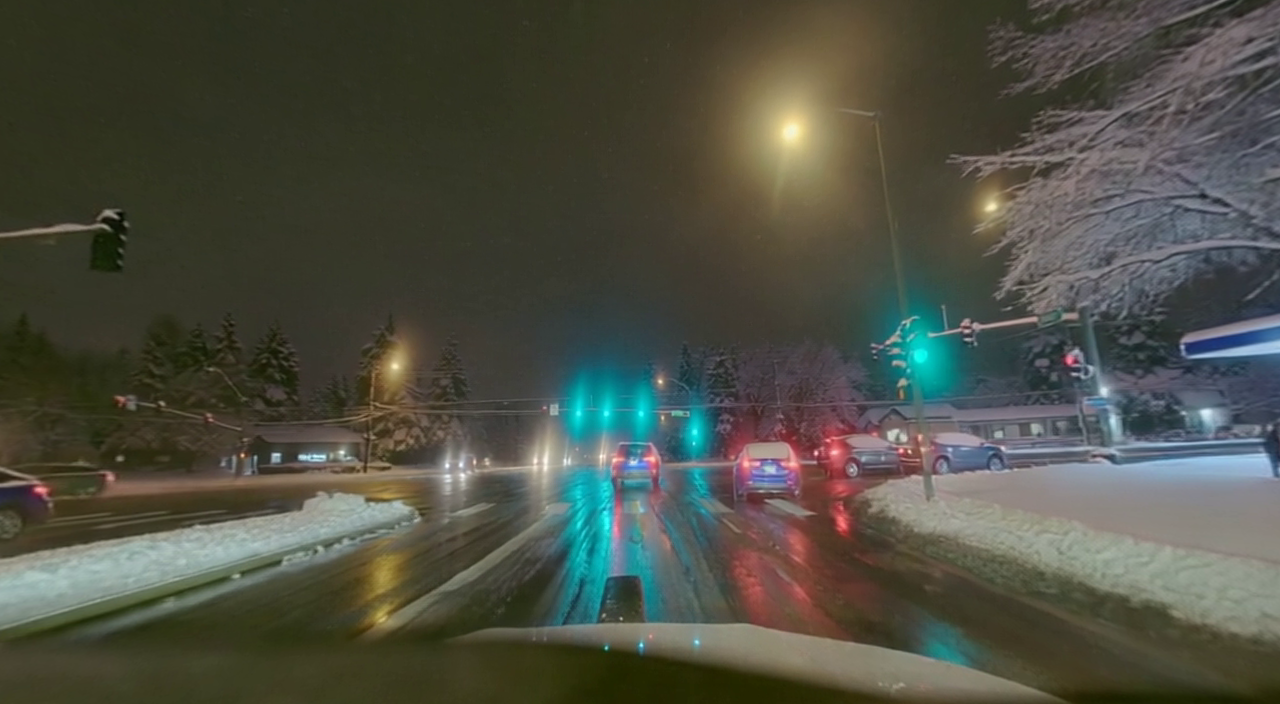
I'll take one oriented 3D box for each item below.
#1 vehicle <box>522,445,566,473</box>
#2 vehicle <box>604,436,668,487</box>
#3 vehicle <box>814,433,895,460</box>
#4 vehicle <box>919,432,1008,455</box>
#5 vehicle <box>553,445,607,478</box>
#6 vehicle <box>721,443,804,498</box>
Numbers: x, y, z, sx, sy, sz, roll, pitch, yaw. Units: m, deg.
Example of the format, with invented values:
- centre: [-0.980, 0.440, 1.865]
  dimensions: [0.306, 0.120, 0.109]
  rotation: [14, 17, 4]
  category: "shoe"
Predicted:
- centre: [-6.129, 6.882, 40.783]
  dimensions: [2.018, 1.692, 4.226]
  rotation: [-1, -8, 2]
  category: "vehicle"
- centre: [-0.083, 4.111, 24.060]
  dimensions: [2.210, 1.722, 4.215]
  rotation: [0, -8, 2]
  category: "vehicle"
- centre: [13.845, 6.109, 40.883]
  dimensions: [4.524, 1.681, 1.823]
  rotation: [0, -8, -1]
  category: "vehicle"
- centre: [20.726, 5.875, 40.602]
  dimensions: [4.700, 1.417, 1.789]
  rotation: [0, -8, 2]
  category: "vehicle"
- centre: [-2.855, 5.333, 30.998]
  dimensions: [2.003, 1.492, 4.291]
  rotation: [-1, -8, 3]
  category: "vehicle"
- centre: [3.882, 3.540, 19.437]
  dimensions: [1.976, 1.462, 4.342]
  rotation: [-3, -9, 18]
  category: "vehicle"
